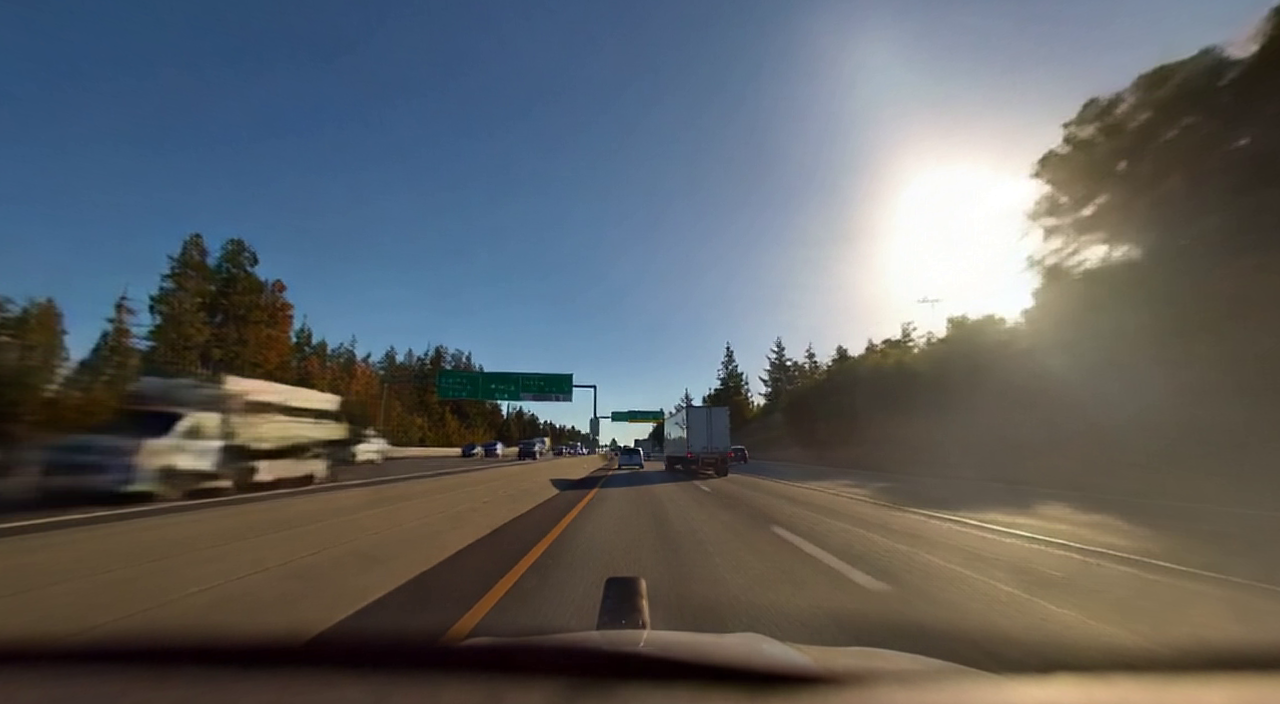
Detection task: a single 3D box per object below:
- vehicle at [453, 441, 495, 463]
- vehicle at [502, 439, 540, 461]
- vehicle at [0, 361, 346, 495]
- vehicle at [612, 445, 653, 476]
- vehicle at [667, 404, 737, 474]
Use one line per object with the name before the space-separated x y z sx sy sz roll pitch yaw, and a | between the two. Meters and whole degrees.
vehicle | -12.162 7.357 46.482 1.867 1.499 4.538 0 -9 -1
vehicle | -8.194 6.837 43.867 1.877 1.481 4.062 0 -9 0
vehicle | -7.339 1.381 10.757 2.099 1.725 5.303 0 -9 0
vehicle | -0.427 5.949 34.685 2.111 1.599 3.859 0 -9 -2
vehicle | 3.830 5.967 42.504 2.931 4.009 12.800 0 -9 -2
